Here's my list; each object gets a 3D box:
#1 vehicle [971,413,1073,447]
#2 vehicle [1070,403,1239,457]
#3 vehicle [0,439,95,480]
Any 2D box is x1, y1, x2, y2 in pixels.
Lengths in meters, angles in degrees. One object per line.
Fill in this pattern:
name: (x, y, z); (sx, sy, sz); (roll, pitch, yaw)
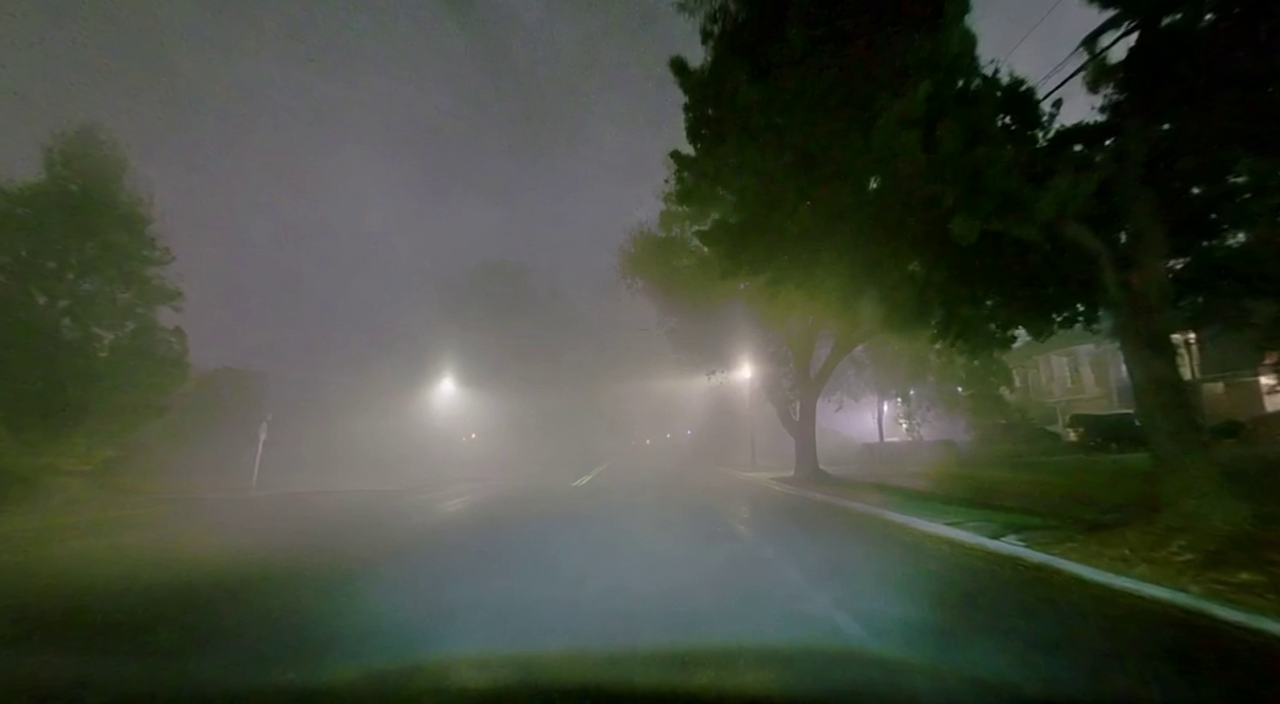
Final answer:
vehicle: (18.887, 3.888, 31.243); (3.730, 1.604, 2.027); (0, -8, 2)
vehicle: (17.062, 2.624, 21.040); (3.882, 1.686, 1.881); (0, -8, 2)
vehicle: (-24.699, 4.172, 24.673); (1.953, 1.507, 5.016); (-1, -8, 4)
